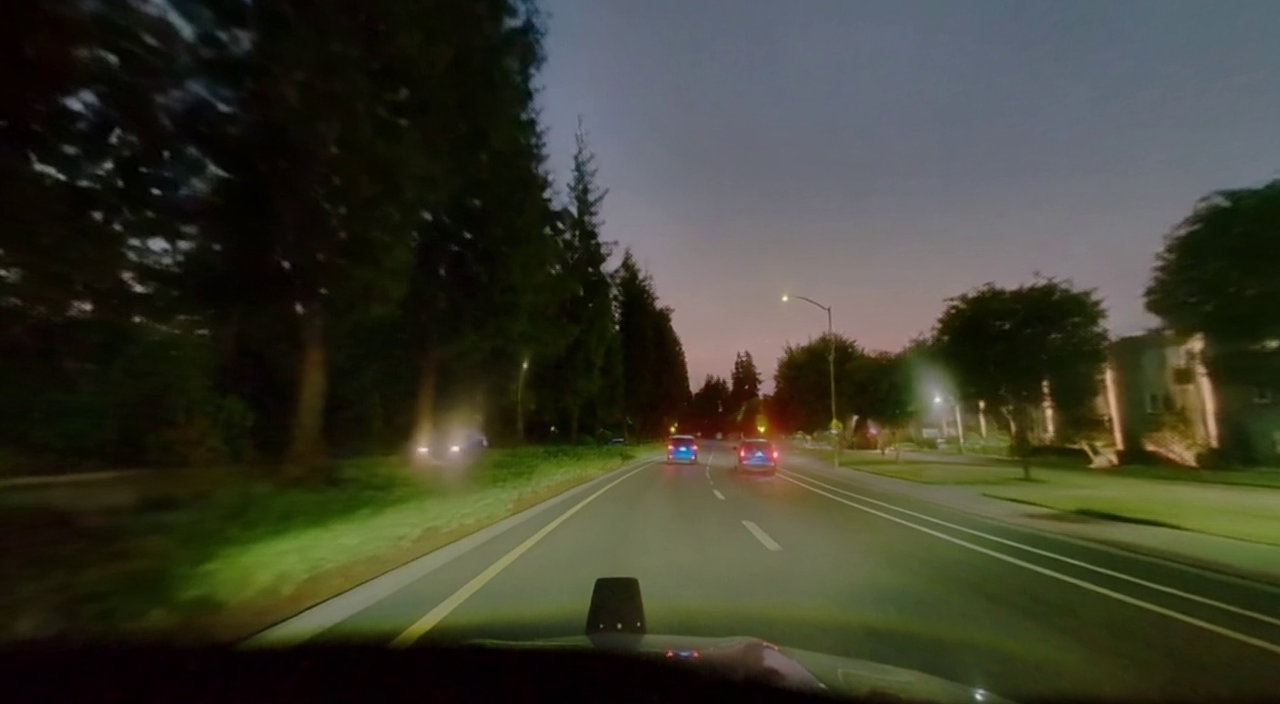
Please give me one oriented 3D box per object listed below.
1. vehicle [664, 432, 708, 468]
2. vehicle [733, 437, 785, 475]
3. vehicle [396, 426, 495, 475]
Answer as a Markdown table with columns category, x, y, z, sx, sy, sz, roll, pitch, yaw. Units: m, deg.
| category | x | y | z | sx | sy | sz | roll | pitch | yaw |
| --- | --- | --- | --- | --- | --- | --- | --- | --- | --- |
| vehicle | 2.555 | 5.337 | 34.457 | 2.251 | 1.822 | 4.391 | -1 | -8 | 6 |
| vehicle | 5.655 | 4.987 | 30.361 | 1.971 | 1.663 | 4.287 | 0 | -8 | 4 |
| vehicle | -7.308 | 3.764 | 24.142 | 1.981 | 1.652 | 4.609 | -1 | -8 | 5 |
